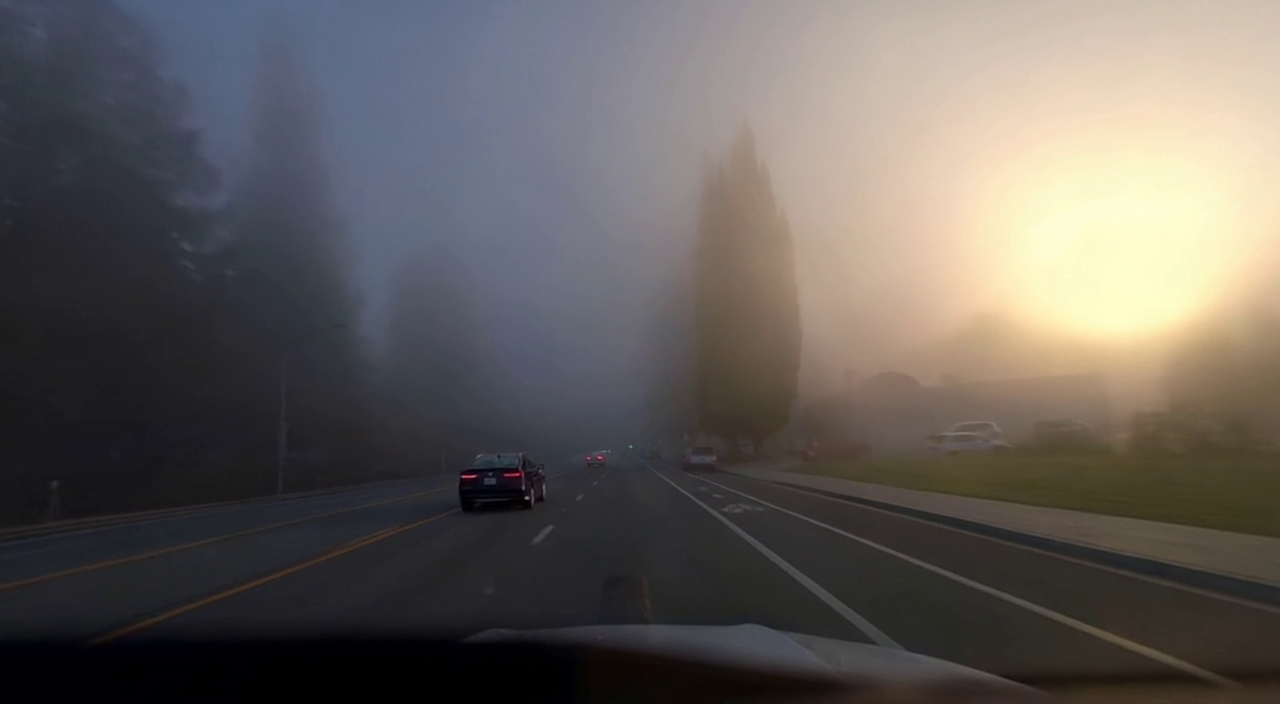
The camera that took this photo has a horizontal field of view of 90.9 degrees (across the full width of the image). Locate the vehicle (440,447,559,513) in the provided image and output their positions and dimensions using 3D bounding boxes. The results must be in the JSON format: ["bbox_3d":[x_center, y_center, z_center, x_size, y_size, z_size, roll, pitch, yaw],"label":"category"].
[{"bbox_3d":[-3.468,3.232,16.474,2.099,1.470,4.302,0,-8,0],"label":"vehicle"}]

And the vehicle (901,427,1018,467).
[{"bbox_3d":[14.043,4.193,27.890,3.965,1.543,2.021,-2,-8,-1],"label":"vehicle"}]

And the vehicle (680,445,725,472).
[{"bbox_3d":[3.904,6.742,40.180,2.107,1.620,4.793,0,-8,-3],"label":"vehicle"}]

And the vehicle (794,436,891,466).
[{"bbox_3d":[11.356,5.567,35.588,4.766,1.585,2.020,0,-8,-4],"label":"vehicle"}]
